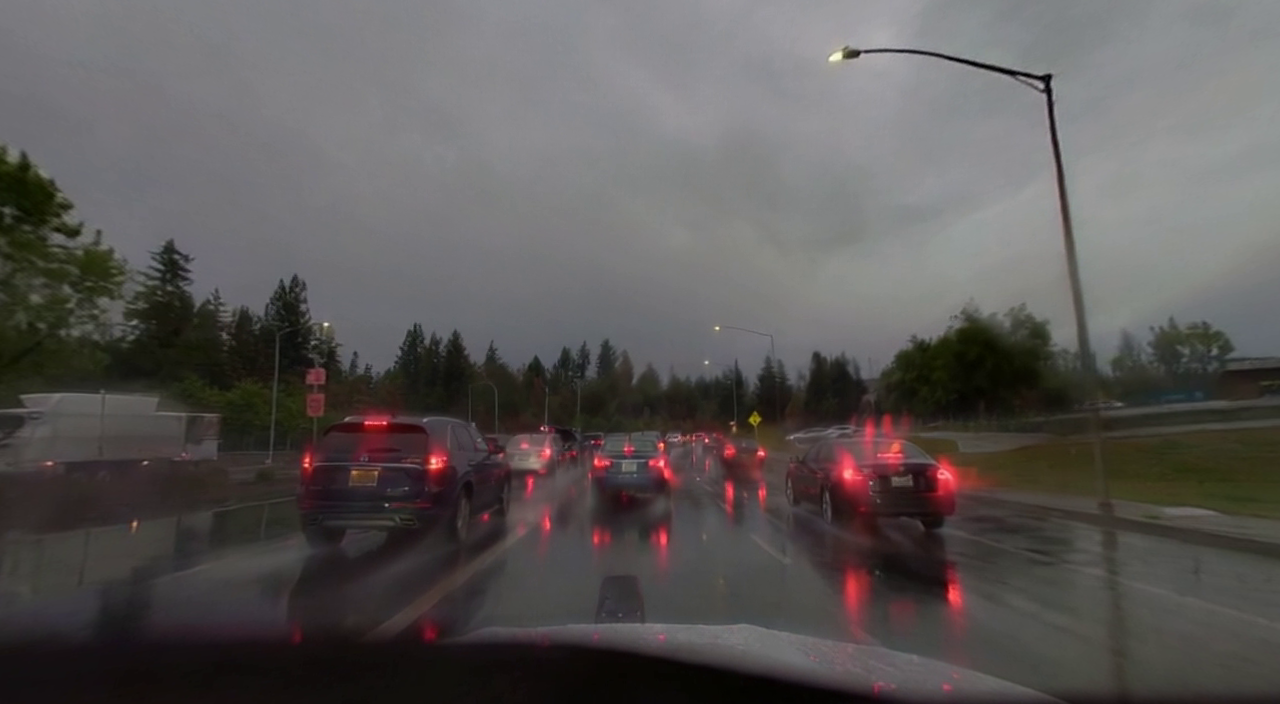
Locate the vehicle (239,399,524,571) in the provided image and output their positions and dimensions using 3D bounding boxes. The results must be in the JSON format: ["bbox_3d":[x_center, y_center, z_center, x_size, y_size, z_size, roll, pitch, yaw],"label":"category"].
[{"bbox_3d":[-3.145,1.756,9.209,2.111,1.745,5.274,0,-8,-2],"label":"vehicle"}]

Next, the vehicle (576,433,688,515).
[{"bbox_3d":[-0.132,2.560,13.748,2.030,1.477,4.330,0,-8,0],"label":"vehicle"}]

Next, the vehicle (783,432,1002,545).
[{"bbox_3d":[3.814,2.114,10.471,1.884,1.463,4.195,0,-8,0],"label":"vehicle"}]

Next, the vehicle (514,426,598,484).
[{"bbox_3d":[-2.839,3.632,22.536,2.218,1.829,4.492,0,-8,2],"label":"vehicle"}]

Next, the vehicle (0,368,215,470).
[{"bbox_3d":[-27.754,3.472,30.854,3.181,4.189,14.107,-1,-9,5],"label":"vehicle"}]

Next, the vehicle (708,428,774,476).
[{"bbox_3d":[4.218,4.259,27.064,2.099,1.845,4.363,0,-8,0],"label":"vehicle"}]
